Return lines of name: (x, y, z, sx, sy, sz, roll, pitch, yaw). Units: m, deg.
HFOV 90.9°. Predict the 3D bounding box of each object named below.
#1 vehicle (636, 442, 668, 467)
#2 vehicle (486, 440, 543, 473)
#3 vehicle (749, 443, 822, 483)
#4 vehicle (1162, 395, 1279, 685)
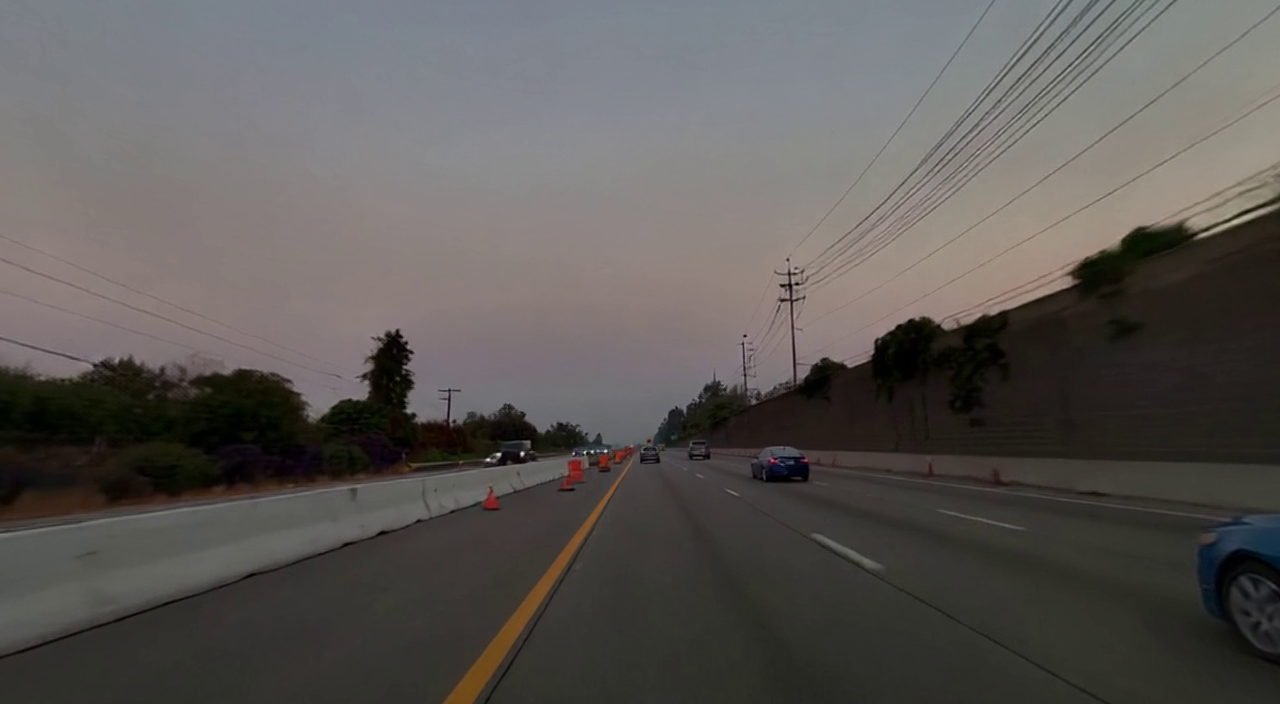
vehicle: (0.807, 7.010, 43.219, 2.096, 1.583, 4.150, 0, -8, 0)
vehicle: (-7.245, 6.055, 36.820, 2.176, 1.763, 4.720, -1, -8, 2)
vehicle: (5.665, 4.344, 25.025, 1.881, 1.409, 4.016, 0, -8, 0)
vehicle: (4.471, 0.794, 1.858, 1.997, 1.568, 4.529, 0, -8, 1)
